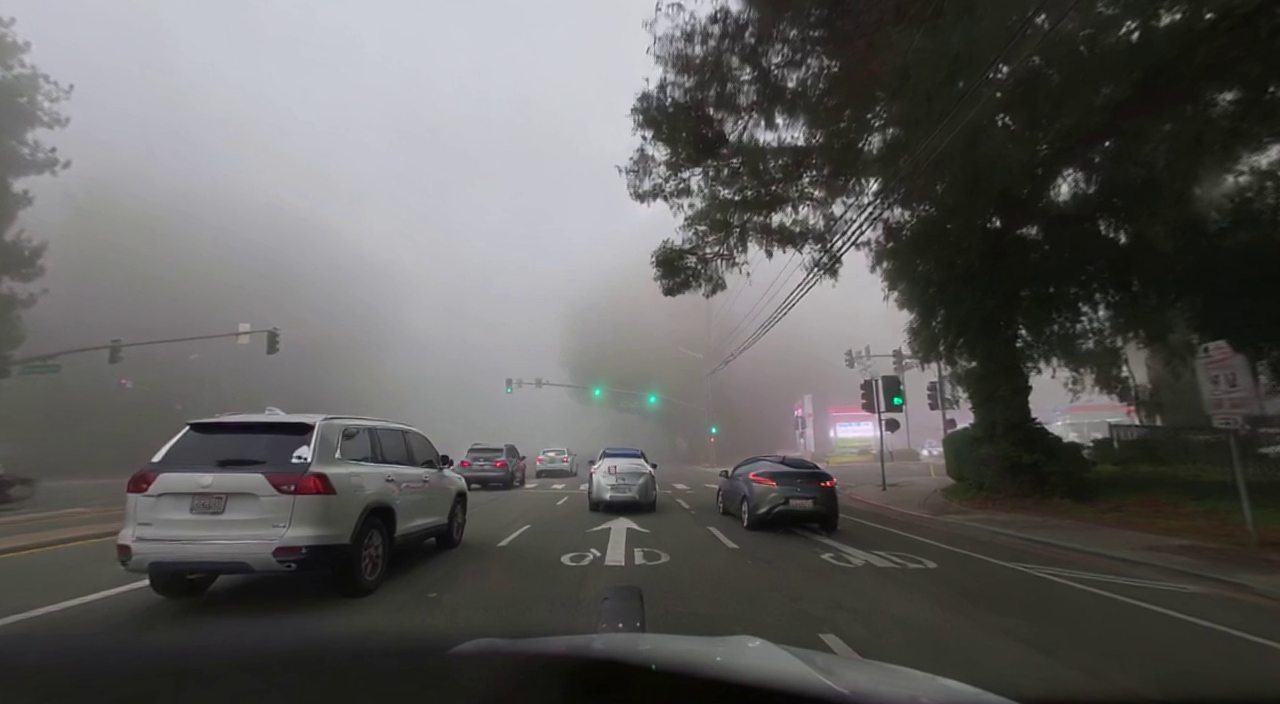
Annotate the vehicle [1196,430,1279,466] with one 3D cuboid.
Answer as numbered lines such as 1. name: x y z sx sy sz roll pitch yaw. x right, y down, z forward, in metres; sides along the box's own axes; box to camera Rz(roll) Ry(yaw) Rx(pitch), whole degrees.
1. vehicle: 23.883 3.617 23.844 1.787 1.301 4.365 0 -8 -1

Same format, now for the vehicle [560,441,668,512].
1. vehicle: -0.593 2.852 15.028 2.189 1.437 4.135 0 -8 -2

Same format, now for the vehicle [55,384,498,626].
1. vehicle: -2.997 1.381 6.651 1.922 1.642 4.547 0 -8 0

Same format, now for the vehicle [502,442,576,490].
1. vehicle: -3.485 4.007 22.593 1.953 1.530 4.335 0 -8 0

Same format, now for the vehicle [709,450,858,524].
1. vehicle: 2.846 2.784 13.677 2.065 1.302 4.416 0 -8 -2

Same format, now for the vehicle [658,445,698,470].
1. vehicle: 2.319 6.646 40.157 2.069 1.464 4.599 0 -8 -3
